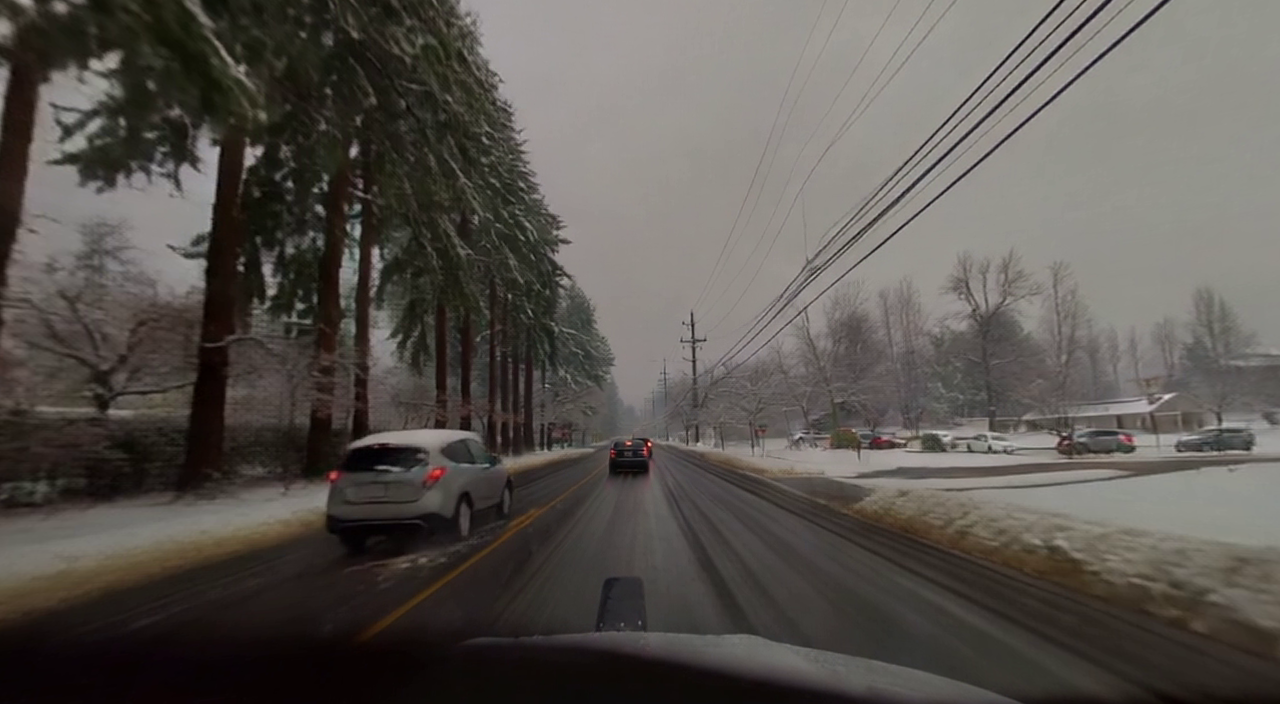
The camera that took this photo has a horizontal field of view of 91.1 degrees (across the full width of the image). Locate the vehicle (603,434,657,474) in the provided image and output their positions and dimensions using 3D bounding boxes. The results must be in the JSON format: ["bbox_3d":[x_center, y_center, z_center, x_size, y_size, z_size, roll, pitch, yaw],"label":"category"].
[{"bbox_3d":[-0.378,4.087,25.328,1.991,1.463,3.988,0,-8,0],"label":"vehicle"}]
